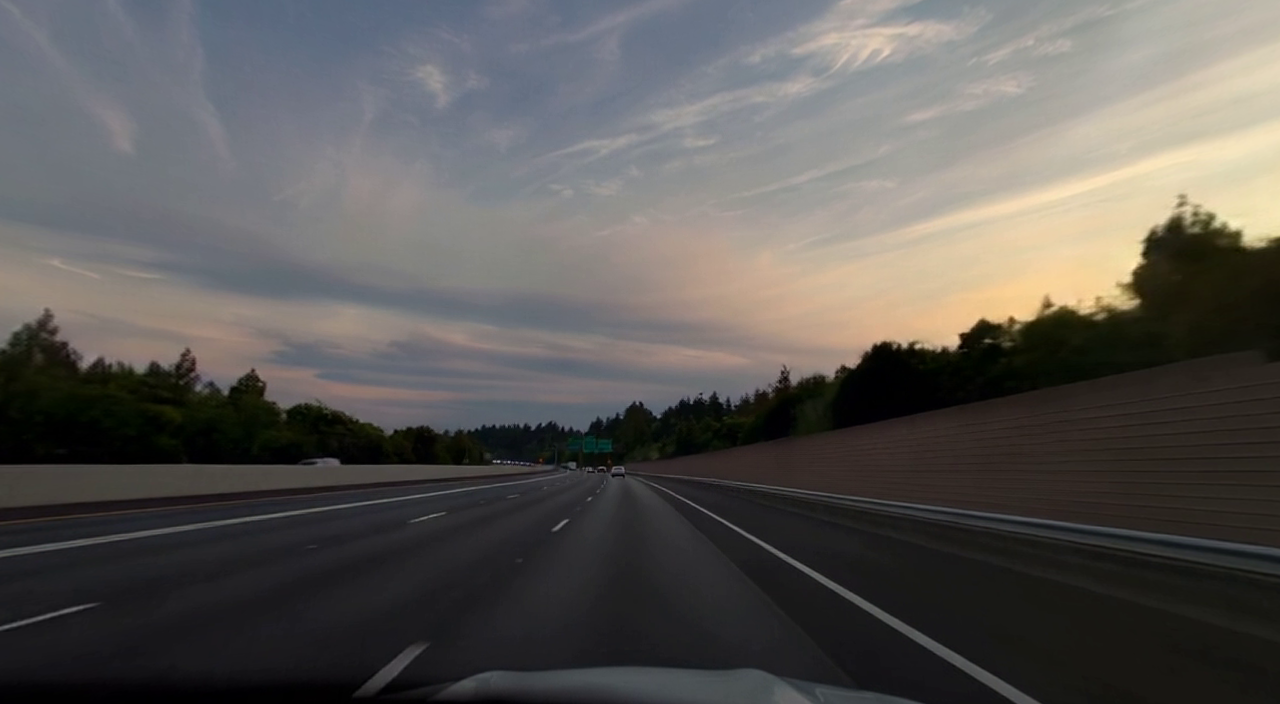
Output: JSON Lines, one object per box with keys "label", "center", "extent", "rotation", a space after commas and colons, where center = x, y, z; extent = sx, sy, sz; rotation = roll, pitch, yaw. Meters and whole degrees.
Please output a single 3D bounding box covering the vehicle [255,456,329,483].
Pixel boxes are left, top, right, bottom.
{"label": "vehicle", "center": [-20.793, 7.077, 37.872], "extent": [1.924, 1.483, 4.480], "rotation": [1, -10, -1]}
